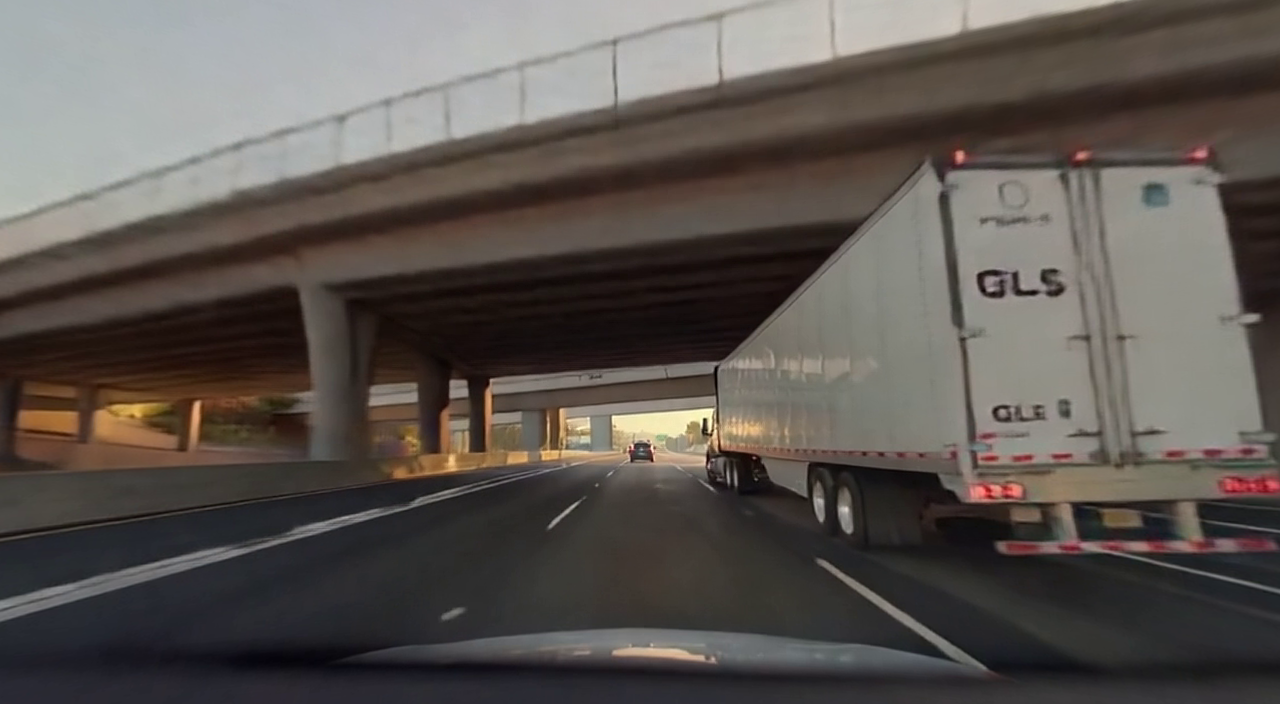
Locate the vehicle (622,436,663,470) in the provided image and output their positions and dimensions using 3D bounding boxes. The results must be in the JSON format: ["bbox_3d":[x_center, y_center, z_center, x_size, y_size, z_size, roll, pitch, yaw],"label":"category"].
[{"bbox_3d":[0.123,5.403,33.857,2.050,1.654,4.192,0,-8,0],"label":"vehicle"}]

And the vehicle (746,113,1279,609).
[{"bbox_3d":[4.176,0.702,10.246,3.014,4.068,10.359,0,-8,0],"label":"vehicle"}]
